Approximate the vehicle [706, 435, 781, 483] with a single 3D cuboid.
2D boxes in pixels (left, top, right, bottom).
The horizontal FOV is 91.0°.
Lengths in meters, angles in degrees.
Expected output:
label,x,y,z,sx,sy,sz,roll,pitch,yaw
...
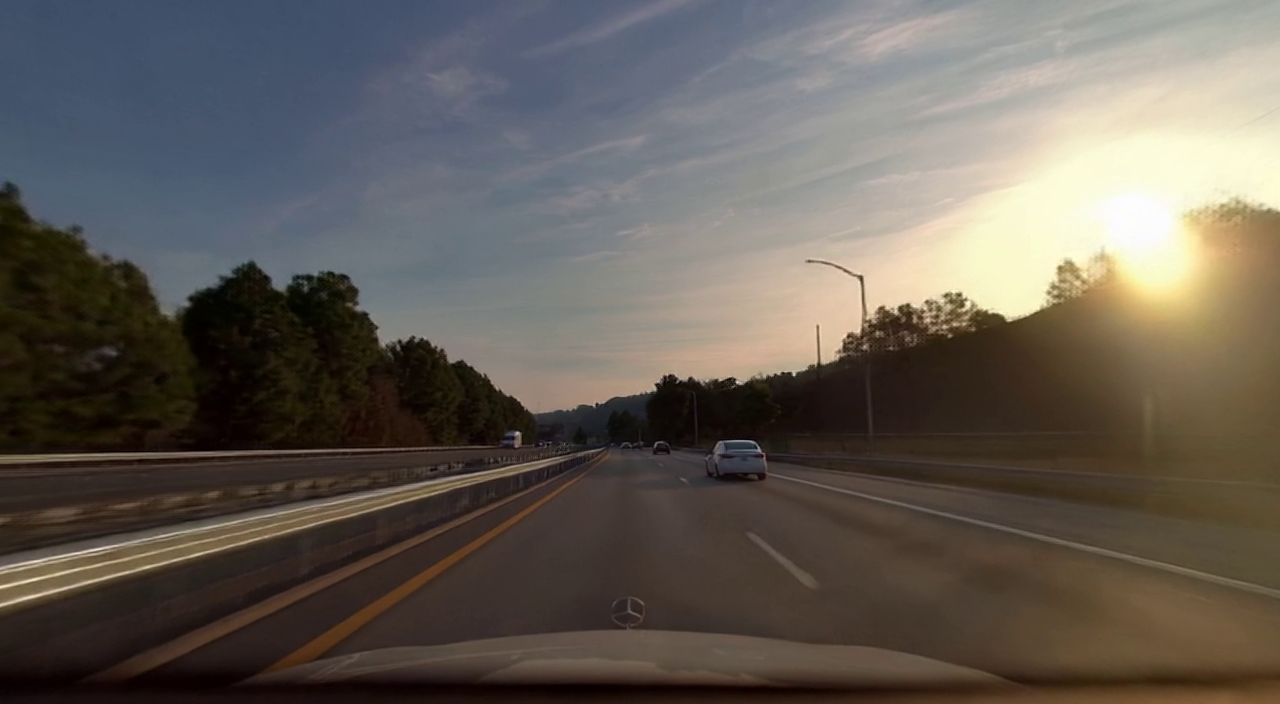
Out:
label,x,y,z,sx,sy,sz,roll,pitch,yaw
vehicle,3.498,3.679,21.904,1.945,1.538,3.729,0,-8,-1
